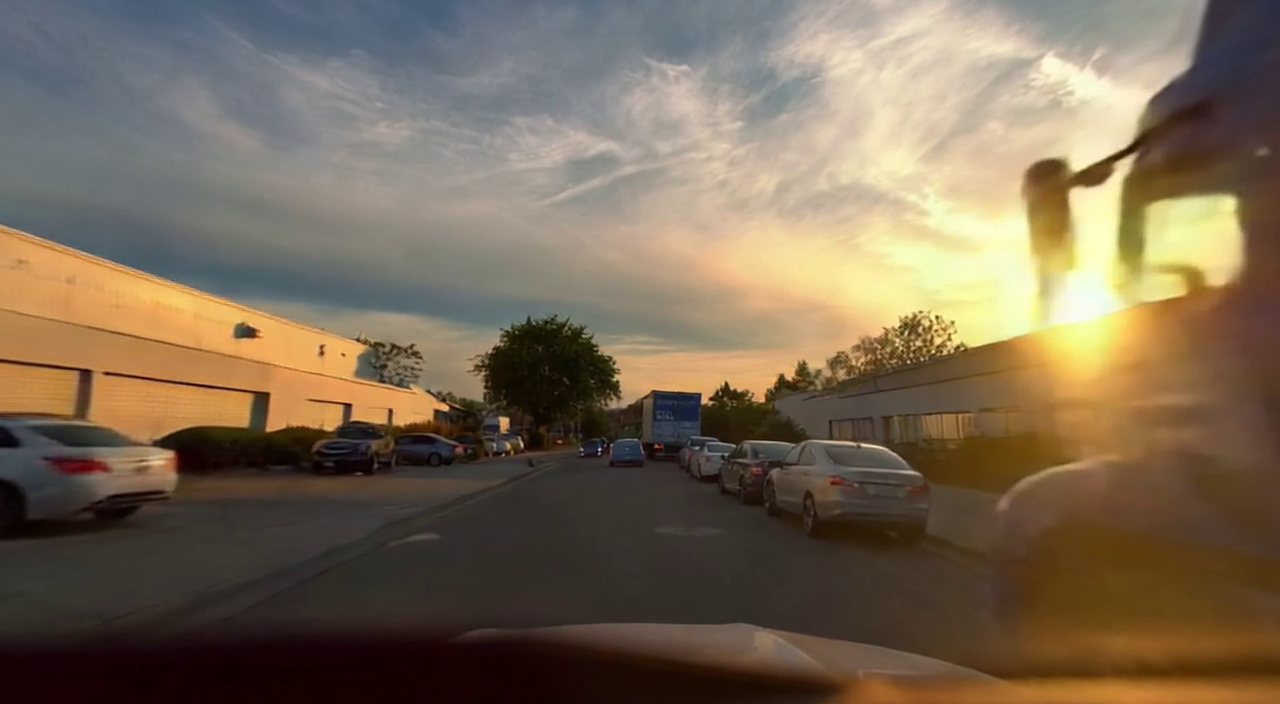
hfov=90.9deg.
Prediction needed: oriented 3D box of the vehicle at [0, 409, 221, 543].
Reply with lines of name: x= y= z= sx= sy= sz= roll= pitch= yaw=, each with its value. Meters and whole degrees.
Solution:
vehicle: x=-8.021 y=1.449 z=7.637 sx=4.483 sy=1.431 sz=1.849 roll=0 pitch=-8 yaw=-4

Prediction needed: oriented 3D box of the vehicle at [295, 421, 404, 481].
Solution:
vehicle: x=-9.409 y=3.241 z=20.874 sx=1.996 sy=1.719 sz=4.382 roll=2 pitch=-8 yaw=-8

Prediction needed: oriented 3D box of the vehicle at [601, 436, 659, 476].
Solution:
vehicle: x=-0.432 y=4.170 z=25.553 sx=2.160 sy=1.498 sz=3.909 roll=0 pitch=-8 yaw=-2

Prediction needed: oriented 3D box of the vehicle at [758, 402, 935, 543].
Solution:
vehicle: x=2.901 y=1.744 z=9.371 sx=1.686 sy=1.786 sz=2.276 roll=0 pitch=-9 yaw=-3

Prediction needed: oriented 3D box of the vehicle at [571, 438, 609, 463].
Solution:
vehicle: x=-3.182 y=6.318 z=40.616 sx=1.989 sy=1.481 sz=4.008 roll=0 pitch=-8 yaw=2

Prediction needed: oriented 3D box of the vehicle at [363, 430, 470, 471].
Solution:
vehicle: x=-8.700 y=3.857 z=24.802 sx=3.569 sy=1.520 sz=1.797 roll=0 pitch=-8 yaw=-5

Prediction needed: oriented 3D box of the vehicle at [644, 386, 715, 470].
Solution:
vehicle: x=1.985 y=4.746 z=38.445 sx=2.865 sy=4.113 sz=14.471 roll=0 pitch=-8 yaw=-2
